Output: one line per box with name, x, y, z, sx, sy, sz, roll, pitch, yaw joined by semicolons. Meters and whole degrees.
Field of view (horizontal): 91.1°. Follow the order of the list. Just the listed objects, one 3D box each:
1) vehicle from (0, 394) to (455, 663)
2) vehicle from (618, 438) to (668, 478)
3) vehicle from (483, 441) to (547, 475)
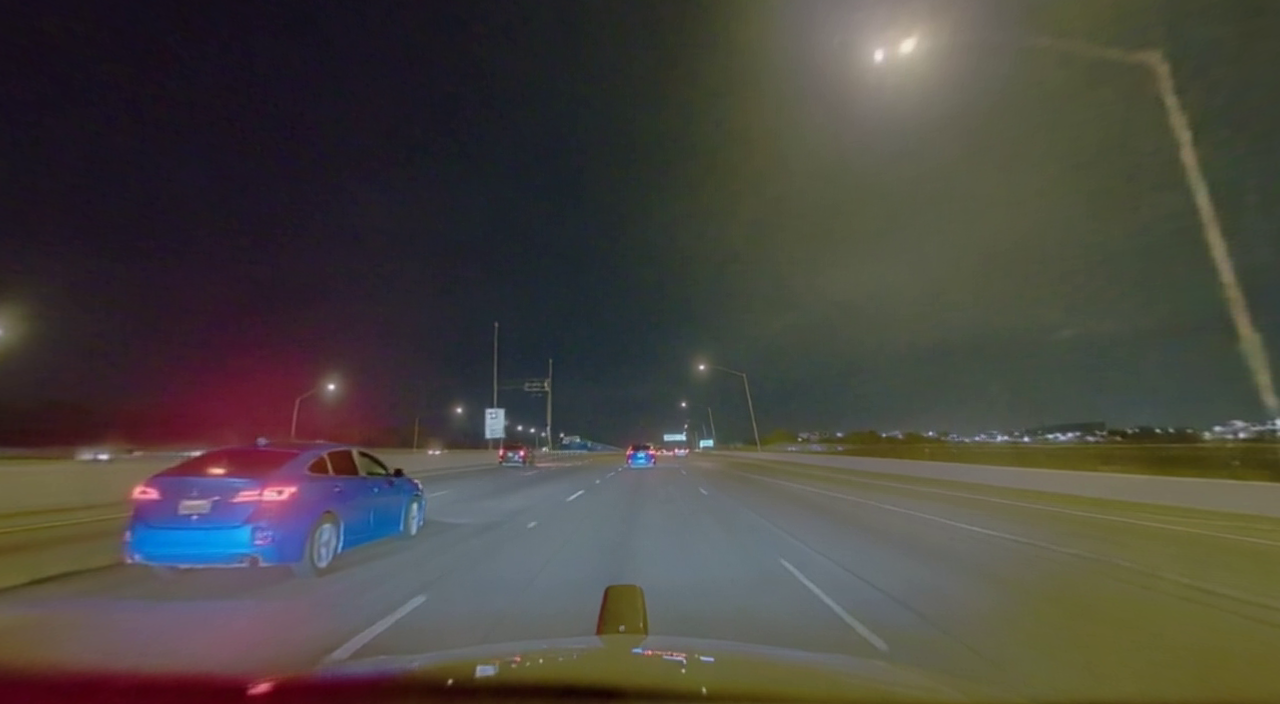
vehicle;-3.642;1.413;6.157;2.124;1.607;4.531;0;-9;2
vehicle;0.182;4.841;28.847;2.155;1.690;4.318;0;-9;1
vehicle;-6.103;5.204;31.140;1.994;1.519;4.668;0;-9;3
